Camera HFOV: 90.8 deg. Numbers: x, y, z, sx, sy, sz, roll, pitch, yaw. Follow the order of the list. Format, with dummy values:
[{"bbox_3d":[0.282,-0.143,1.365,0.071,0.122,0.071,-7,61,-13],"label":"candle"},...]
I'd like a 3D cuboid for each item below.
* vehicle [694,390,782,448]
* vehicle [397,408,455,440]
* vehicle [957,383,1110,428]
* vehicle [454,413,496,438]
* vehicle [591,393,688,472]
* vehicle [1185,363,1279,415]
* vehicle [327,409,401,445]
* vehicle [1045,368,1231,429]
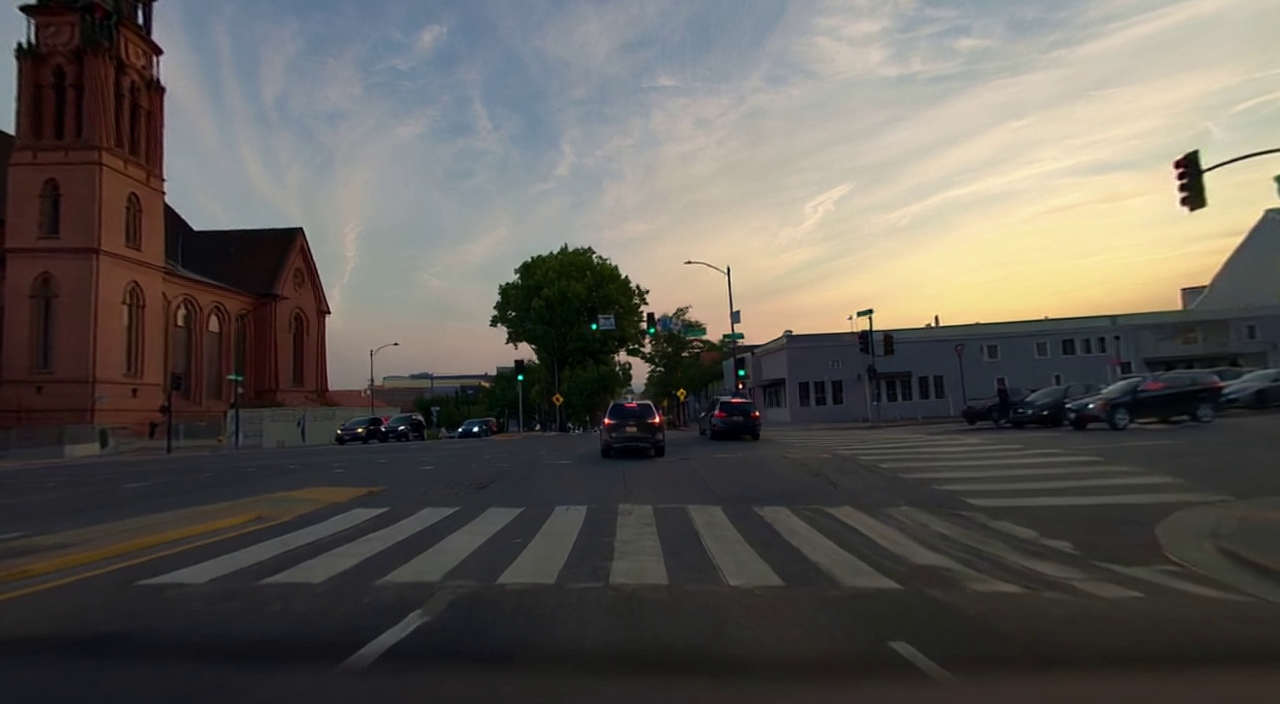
[{"bbox_3d":[3.217,2.241,21.729,2.080,1.735,4.650,0,-5,-3],"label":"vehicle"},{"bbox_3d":[-12.958,4.420,38.521,2.069,1.790,4.358,1,-8,-2],"label":"vehicle"},{"bbox_3d":[15.015,2.068,24.308,4.488,1.475,2.083,-2,-5,-2],"label":"vehicle"},{"bbox_3d":[-12.711,5.733,48.935,2.170,1.746,4.565,0,-9,-2],"label":"vehicle"},{"bbox_3d":[-0.125,1.948,16.250,2.168,1.776,4.135,1,-4,-3],"label":"vehicle"},{"bbox_3d":[24.769,1.501,24.962,4.428,1.928,2.190,0,-6,-2],"label":"vehicle"},{"bbox_3d":[-15.913,4.443,36.768,1.969,1.896,5.404,1,-8,-2],"label":"vehicle"},{"bbox_3d":[16.795,1.609,21.483,4.512,1.734,2.143,-3,-6,-3],"label":"vehicle"}]
